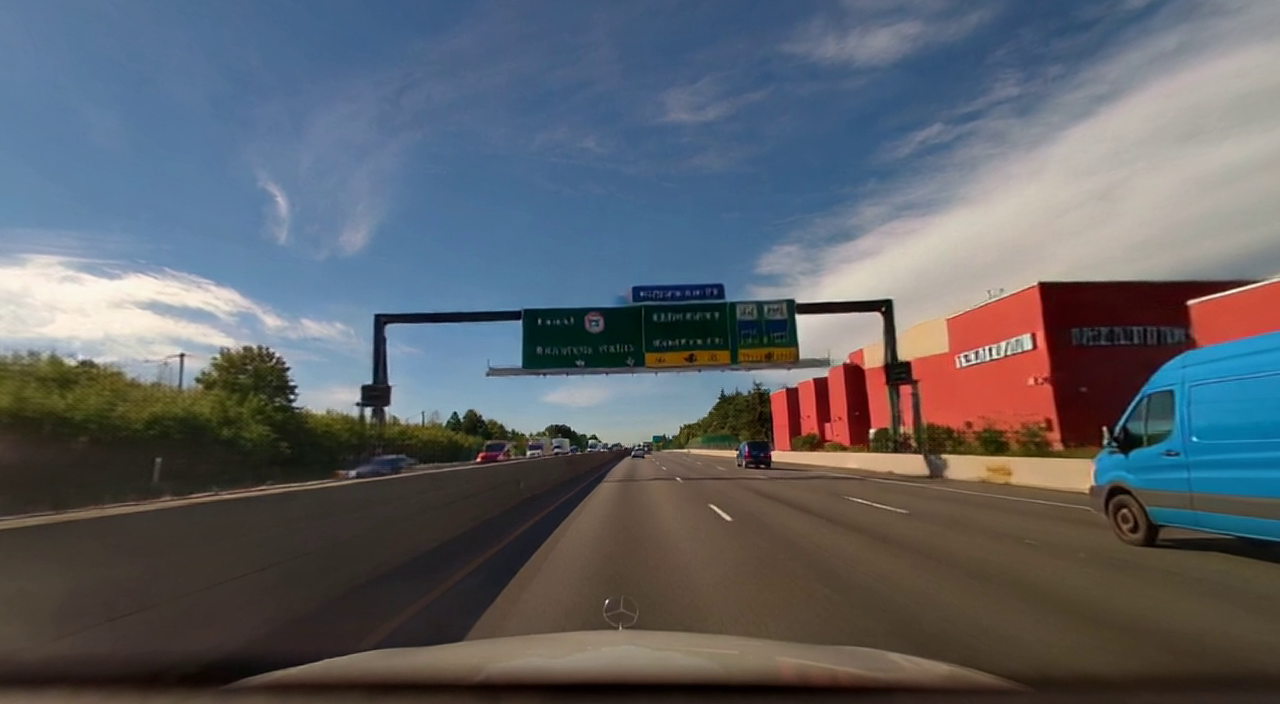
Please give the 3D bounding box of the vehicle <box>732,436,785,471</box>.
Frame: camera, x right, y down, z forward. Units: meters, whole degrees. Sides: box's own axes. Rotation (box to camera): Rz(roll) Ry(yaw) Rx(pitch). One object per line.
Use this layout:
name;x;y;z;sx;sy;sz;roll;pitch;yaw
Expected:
vehicle;7.174;6.229;38.604;2.156;1.943;5.010;0;-9;-1

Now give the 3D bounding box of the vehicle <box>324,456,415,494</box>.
vehicle;-11.691;5.320;27.561;1.949;1.466;4.651;0;-9;-1

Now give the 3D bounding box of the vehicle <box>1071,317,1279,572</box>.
vehicle;7.823;0.954;6.494;2.283;2.631;6.053;0;-9;-1
